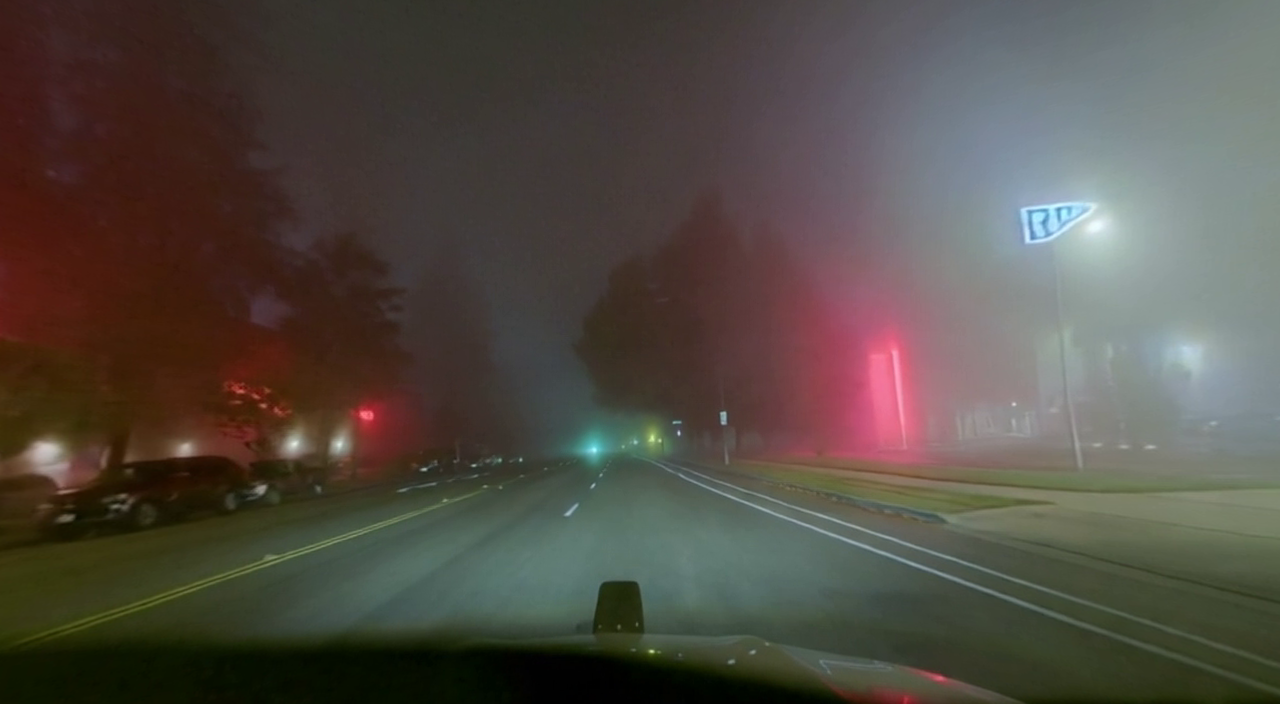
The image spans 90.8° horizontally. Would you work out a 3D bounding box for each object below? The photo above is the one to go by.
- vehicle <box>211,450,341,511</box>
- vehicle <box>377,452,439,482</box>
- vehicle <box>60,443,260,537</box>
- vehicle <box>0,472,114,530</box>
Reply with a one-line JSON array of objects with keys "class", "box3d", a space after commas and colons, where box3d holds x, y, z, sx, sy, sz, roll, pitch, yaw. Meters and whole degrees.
[{"class": "vehicle", "box3d": [-12.396, 4.336, 21.896, 2.076, 1.681, 4.423, -4, -9, -3]}, {"class": "vehicle", "box3d": [-12.821, 6.363, 35.196, 1.958, 1.457, 4.254, 0, -8, -3]}, {"class": "vehicle", "box3d": [-12.187, 3.437, 16.502, 2.015, 1.884, 4.488, -6, -8, -5]}, {"class": "vehicle", "box3d": [-18.281, 4.356, 18.820, 1.963, 1.383, 3.903, 2, -9, -4]}]
